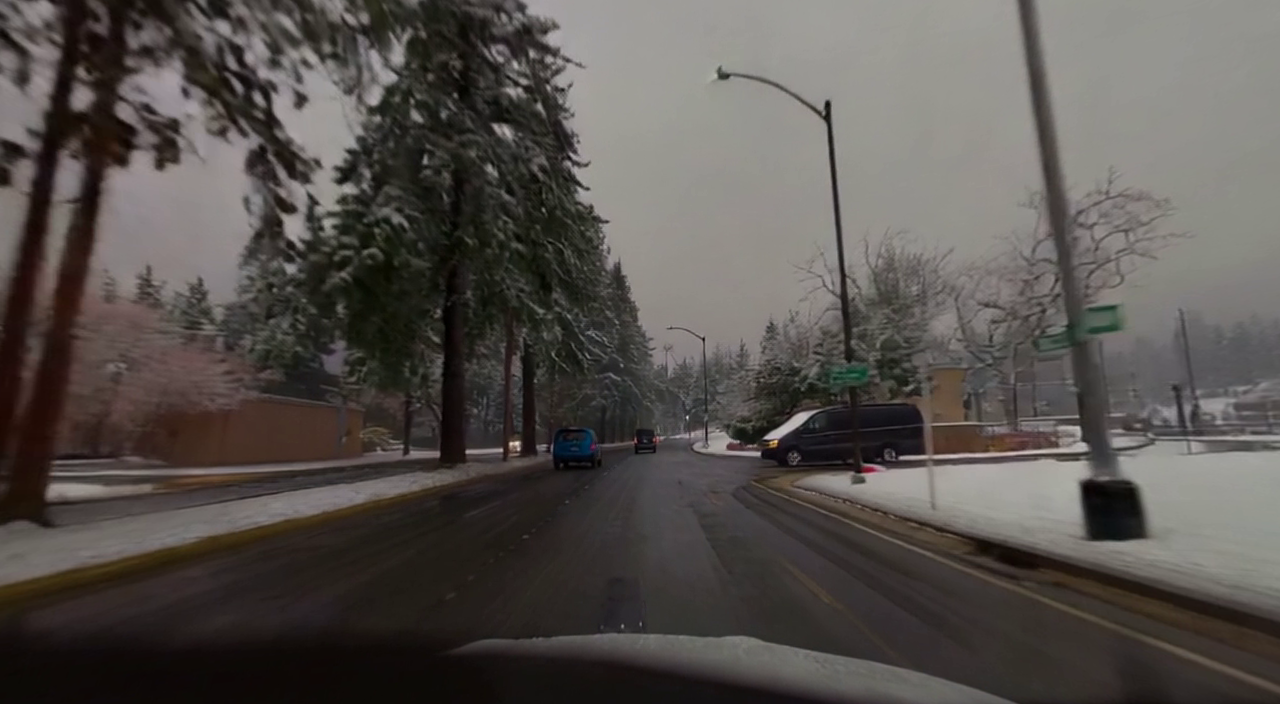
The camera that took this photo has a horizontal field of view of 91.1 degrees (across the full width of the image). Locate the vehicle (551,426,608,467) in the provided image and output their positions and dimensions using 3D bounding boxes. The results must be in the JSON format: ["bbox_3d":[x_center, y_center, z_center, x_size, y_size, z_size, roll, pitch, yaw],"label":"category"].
[{"bbox_3d":[-2.928,4.722,31.396,2.281,1.837,4.845,0,-8,1],"label":"vehicle"}]

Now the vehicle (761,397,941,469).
[{"bbox_3d":[9.274,3.649,28.531,7.177,2.935,3.132,0,-7,6],"label":"vehicle"}]
